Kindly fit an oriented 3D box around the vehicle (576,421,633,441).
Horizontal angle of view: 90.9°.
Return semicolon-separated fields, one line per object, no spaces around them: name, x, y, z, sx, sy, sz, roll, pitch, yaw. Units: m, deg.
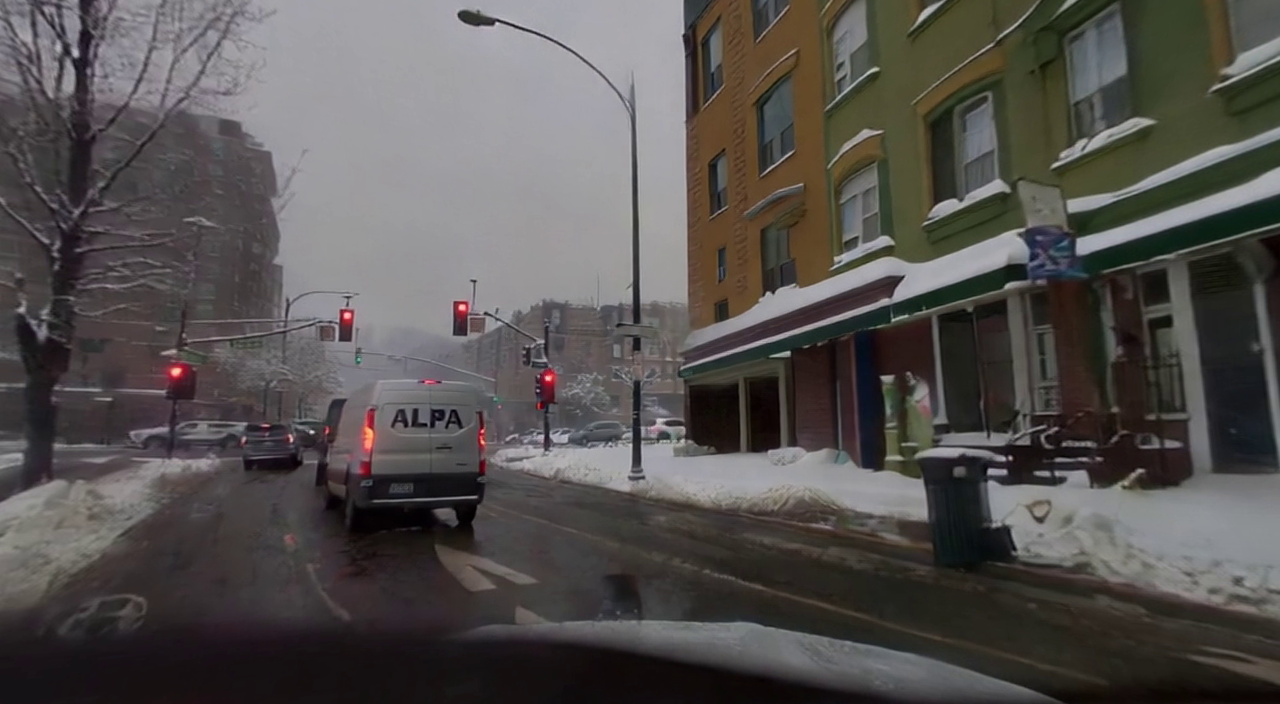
vehicle;-2.638;5.995;47.460;3.885;1.449;1.757;5;-9;-28

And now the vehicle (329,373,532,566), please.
vehicle;-3.090;1.478;8.654;1.951;1.907;4.266;4;-9;-27

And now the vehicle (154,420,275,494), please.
vehicle;-9.691;2.377;14.622;1.841;1.461;3.426;4;-9;-27

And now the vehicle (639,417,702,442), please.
vehicle;2.082;5.283;42.514;4.020;1.572;1.718;6;-10;-32
